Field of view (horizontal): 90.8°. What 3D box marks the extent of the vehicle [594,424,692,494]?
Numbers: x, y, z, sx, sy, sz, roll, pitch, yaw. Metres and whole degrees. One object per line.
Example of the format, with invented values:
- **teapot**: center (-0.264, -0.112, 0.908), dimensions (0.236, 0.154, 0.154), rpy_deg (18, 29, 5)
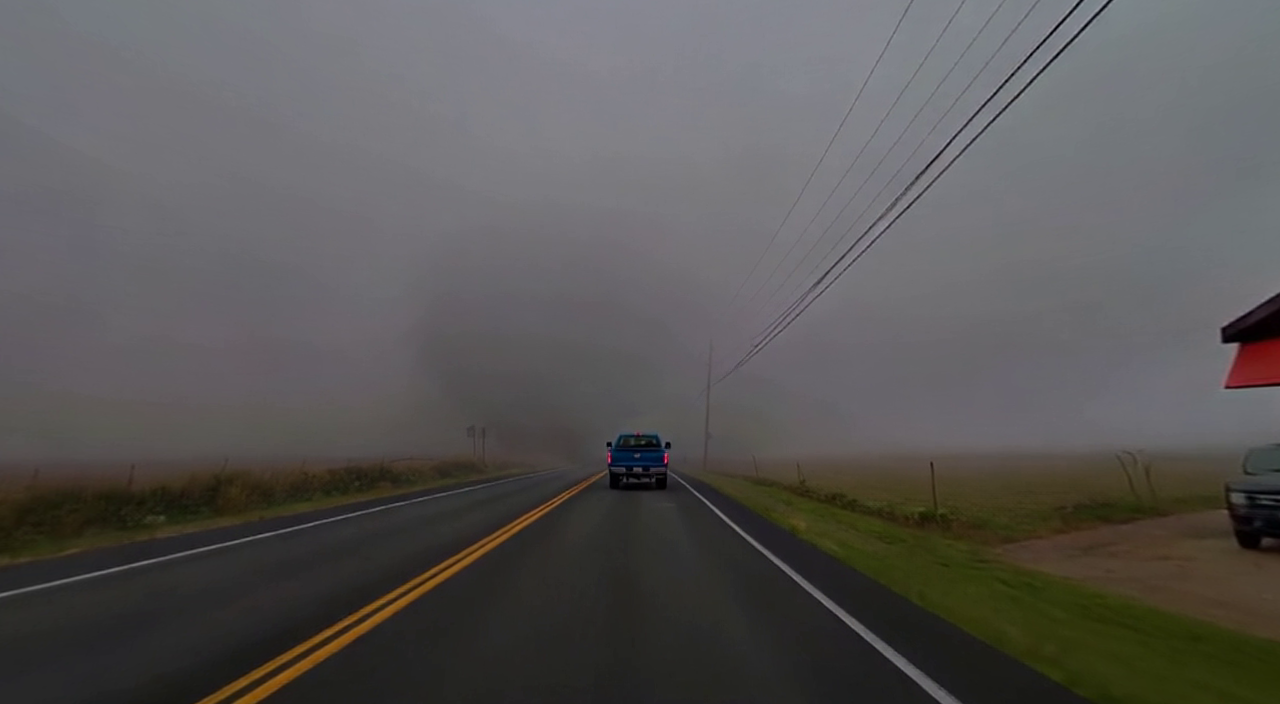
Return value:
- **vehicle**: center (0.057, 3.713, 22.483), dimensions (2.921, 2.031, 7.416), rpy_deg (0, -8, 0)
